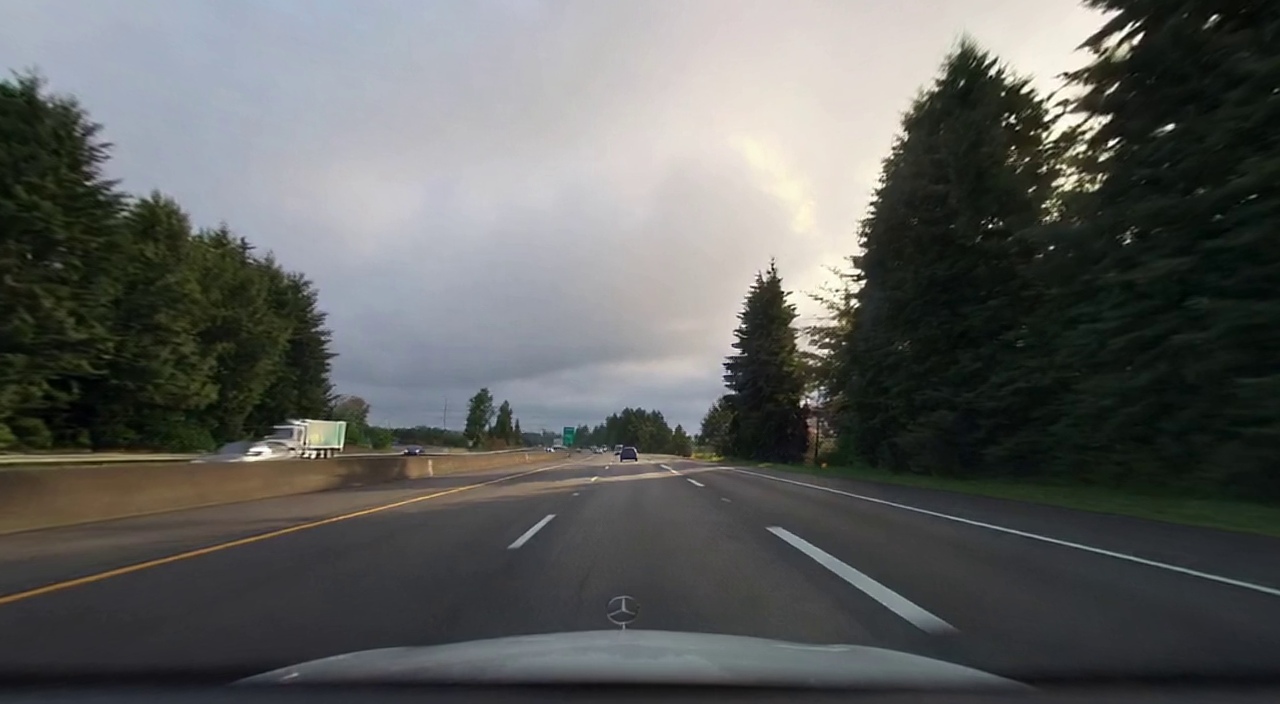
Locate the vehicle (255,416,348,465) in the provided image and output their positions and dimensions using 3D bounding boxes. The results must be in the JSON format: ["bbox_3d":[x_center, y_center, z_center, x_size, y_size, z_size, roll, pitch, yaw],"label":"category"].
[{"bbox_3d":[-24.788,6.581,46.706,2.659,3.306,7.765,1,-9,-2],"label":"vehicle"}]

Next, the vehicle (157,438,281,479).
[{"bbox_3d":[-16.527,4.196,25.067,1.968,1.437,4.268,0,-9,0],"label":"vehicle"}]
